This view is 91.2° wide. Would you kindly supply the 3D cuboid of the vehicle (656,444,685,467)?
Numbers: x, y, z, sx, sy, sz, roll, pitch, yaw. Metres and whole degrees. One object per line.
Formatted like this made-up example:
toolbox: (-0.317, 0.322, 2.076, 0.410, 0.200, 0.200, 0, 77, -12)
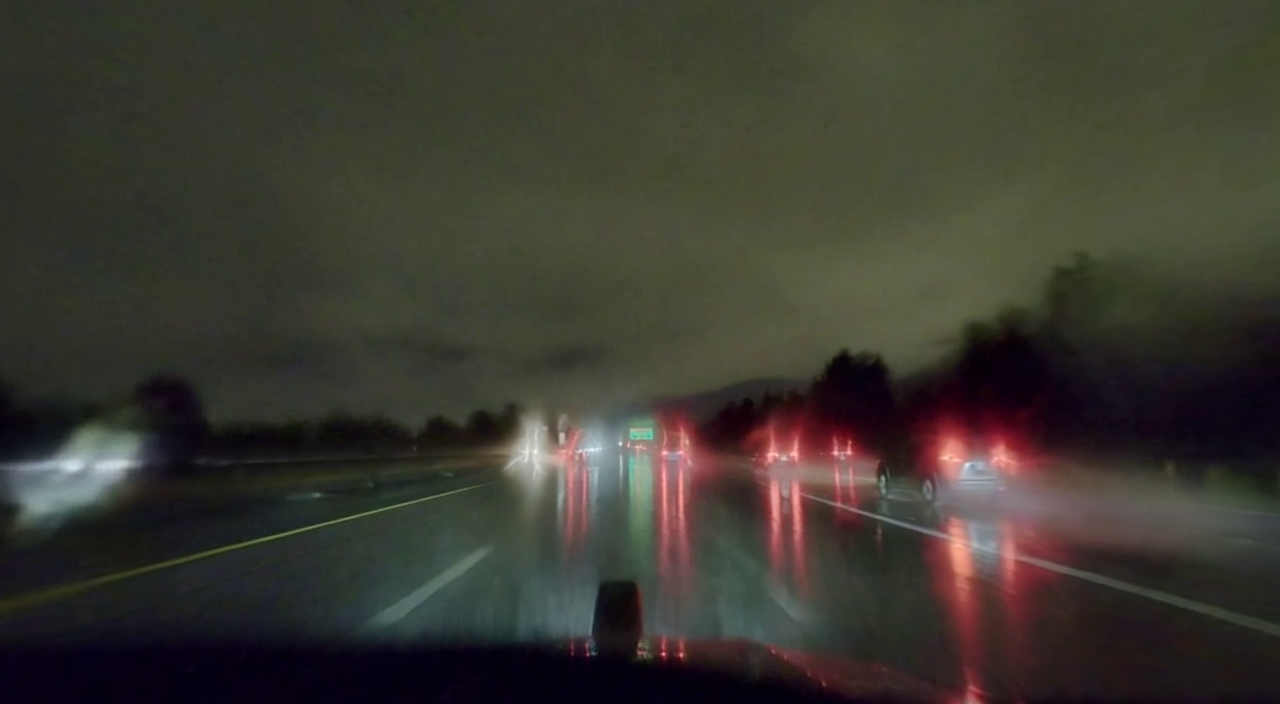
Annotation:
vehicle: (2.211, 7.704, 46.726, 1.895, 1.555, 4.030, -1, -9, 0)
